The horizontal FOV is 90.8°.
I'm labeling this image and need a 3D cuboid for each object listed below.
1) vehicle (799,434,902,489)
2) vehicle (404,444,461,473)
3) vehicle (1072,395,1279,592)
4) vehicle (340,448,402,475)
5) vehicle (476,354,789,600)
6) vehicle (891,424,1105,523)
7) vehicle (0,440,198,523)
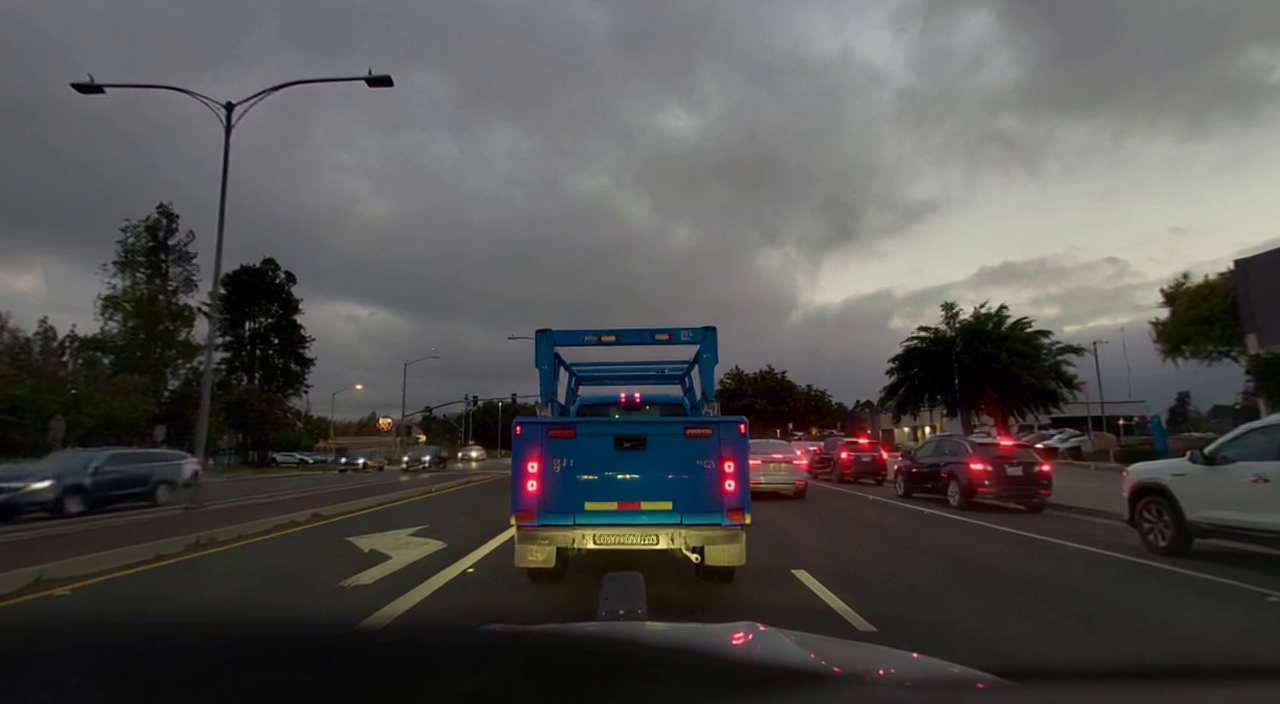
[{"bbox_3d":[7.073,3.722,21.787,1.953,1.665,4.327,0,-9,-2],"label":"vehicle"},{"bbox_3d":[-12.515,6.423,38.366,1.928,1.591,4.509,0,-9,0],"label":"vehicle"},{"bbox_3d":[6.822,1.342,6.128,2.023,1.771,4.488,0,-9,0],"label":"vehicle"},{"bbox_3d":[-16.044,6.530,37.888,1.805,1.466,4.341,0,-9,0],"label":"vehicle"},{"bbox_3d":[-0.106,1.490,8.387,2.682,2.117,5.706,0,-9,-1],"label":"vehicle"},{"bbox_3d":[7.069,2.436,13.149,1.931,1.692,4.267,0,-9,0],"label":"vehicle"},{"bbox_3d":[-11.985,2.752,13.914,1.781,1.558,3.688,0,-9,0],"label":"vehicle"}]
